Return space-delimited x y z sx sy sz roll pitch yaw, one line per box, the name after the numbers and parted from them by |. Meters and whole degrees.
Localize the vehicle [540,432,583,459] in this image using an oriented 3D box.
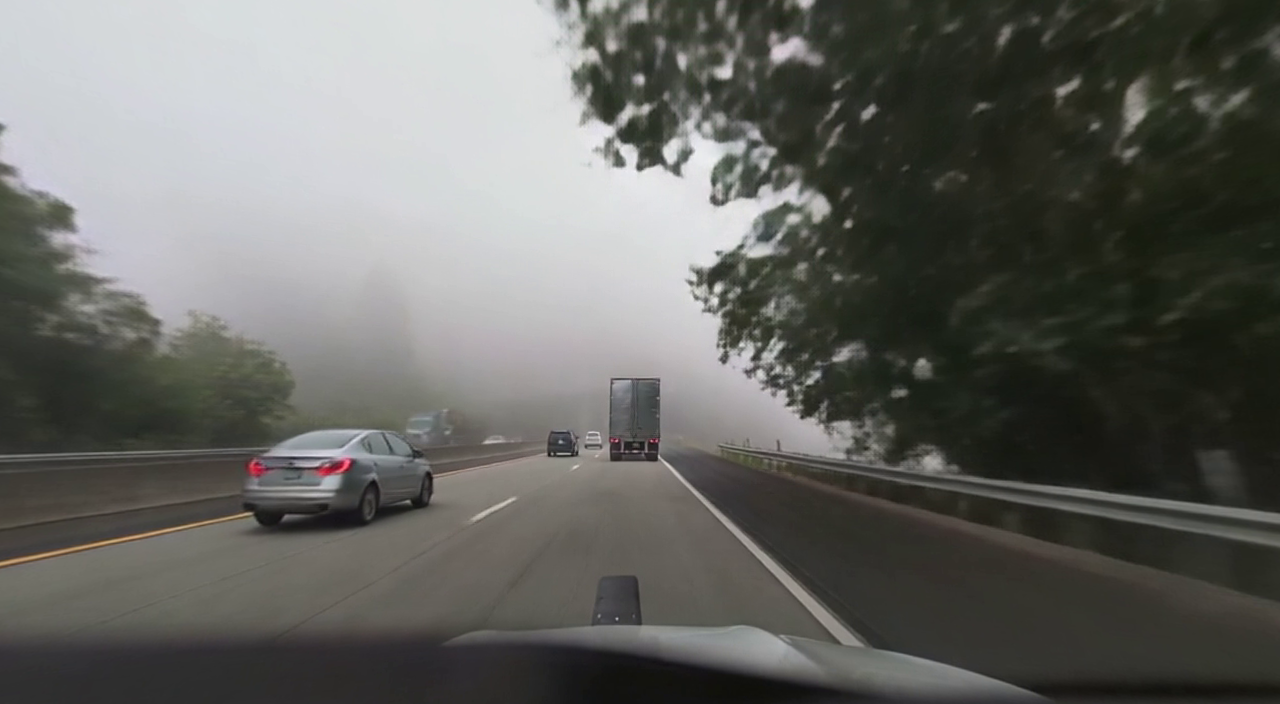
-5.017 6.058 40.987 2.138 1.697 4.587 0 -8 1 | vehicle

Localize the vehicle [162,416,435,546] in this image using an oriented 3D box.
-4.709 1.802 9.493 1.909 1.520 3.897 0 -8 0 | vehicle

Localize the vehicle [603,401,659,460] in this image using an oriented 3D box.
-0.374 3.371 27.003 2.319 2.461 1.270 0 -8 0 | vehicle
